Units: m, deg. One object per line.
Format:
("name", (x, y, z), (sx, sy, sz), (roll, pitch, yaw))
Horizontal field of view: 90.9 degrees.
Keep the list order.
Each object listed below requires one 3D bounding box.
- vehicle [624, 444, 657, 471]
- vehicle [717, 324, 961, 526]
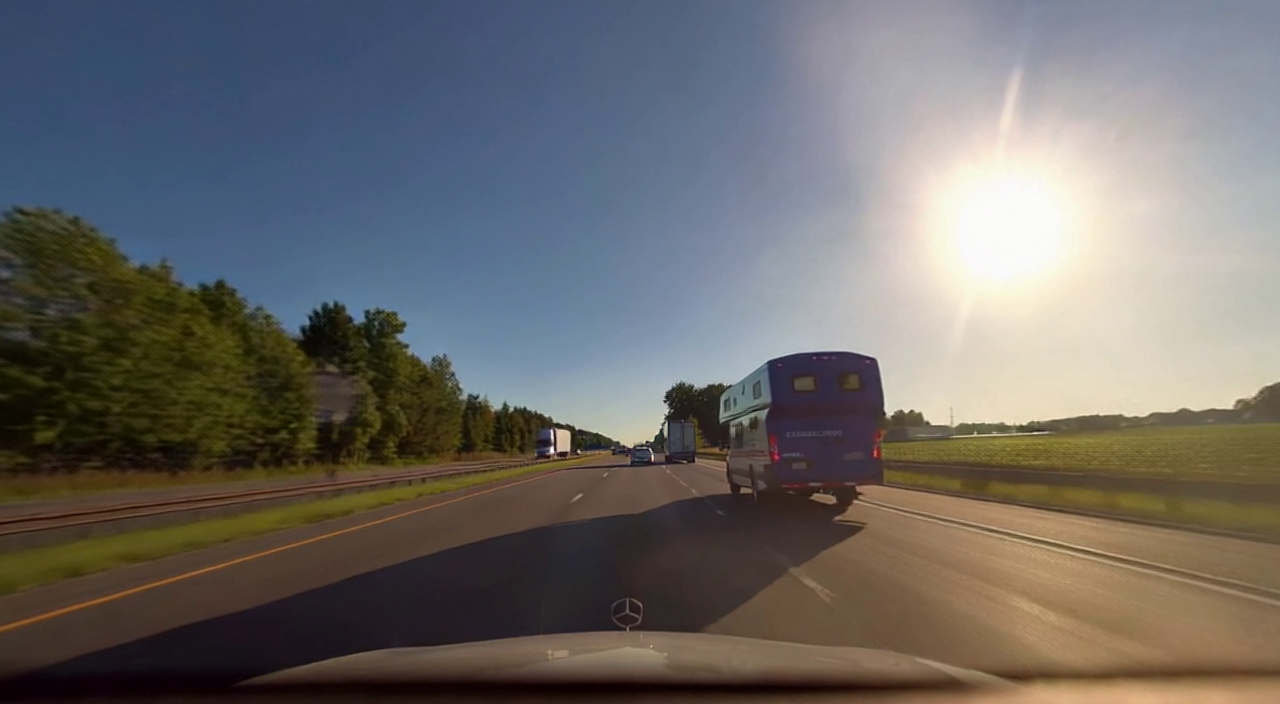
("vehicle", (0.032, 7.077, 42.437), (2.151, 1.678, 3.923), (0, -9, 0))
("vehicle", (3.980, 1.920, 15.399), (2.931, 3.530, 8.760), (0, -9, -1))
